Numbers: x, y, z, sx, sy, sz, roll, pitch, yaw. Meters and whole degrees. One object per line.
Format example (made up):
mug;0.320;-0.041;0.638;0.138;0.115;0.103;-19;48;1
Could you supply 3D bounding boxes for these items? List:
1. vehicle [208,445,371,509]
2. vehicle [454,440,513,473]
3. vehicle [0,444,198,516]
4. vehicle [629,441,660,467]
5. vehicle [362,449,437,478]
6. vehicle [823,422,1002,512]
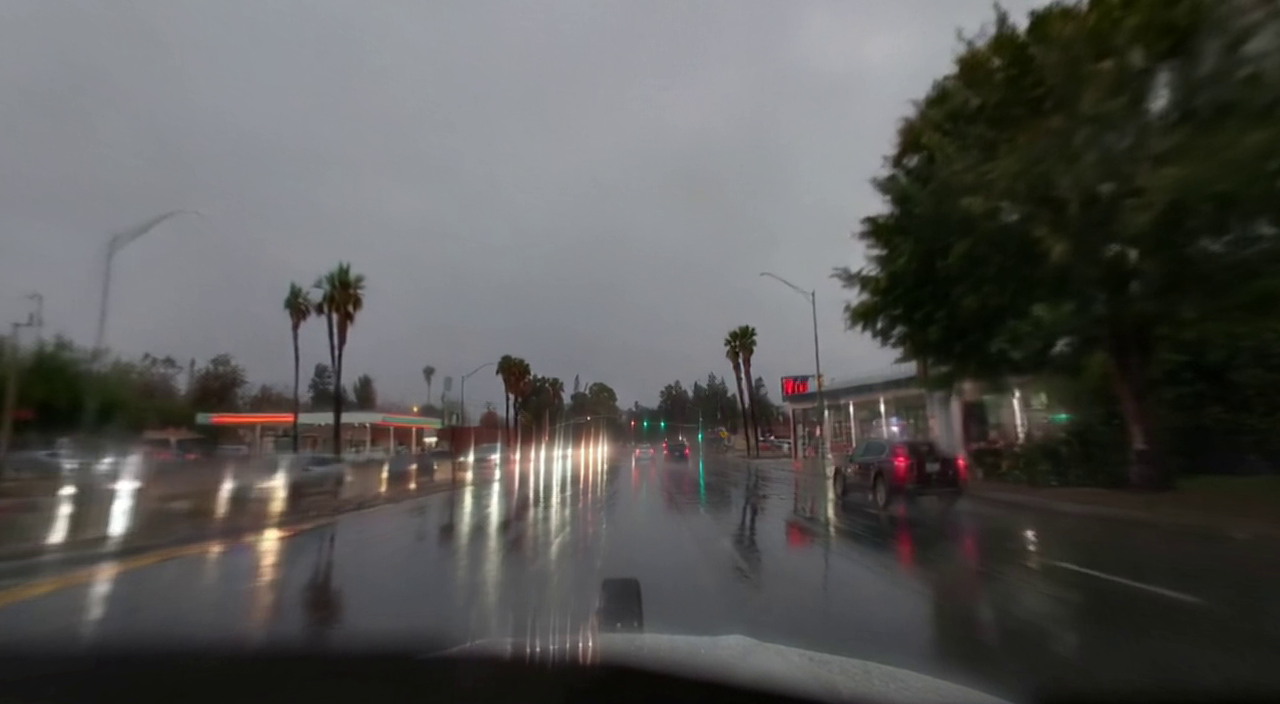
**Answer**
vehicle;-9.242;3.288;17.181;1.891;1.473;4.297;0;-9;1
vehicle;-9.118;6.105;37.298;2.042;1.782;4.919;-1;-9;2
vehicle;-16.312;3.691;18.921;2.183;1.814;5.403;-1;-9;1
vehicle;0.348;7.508;46.749;2.177;1.754;3.815;0;-9;1
vehicle;-13.546;6.286;36.023;2.098;1.478;4.928;-1;-9;4
vehicle;6.262;2.715;15.375;2.066;1.807;4.893;0;-9;-1
